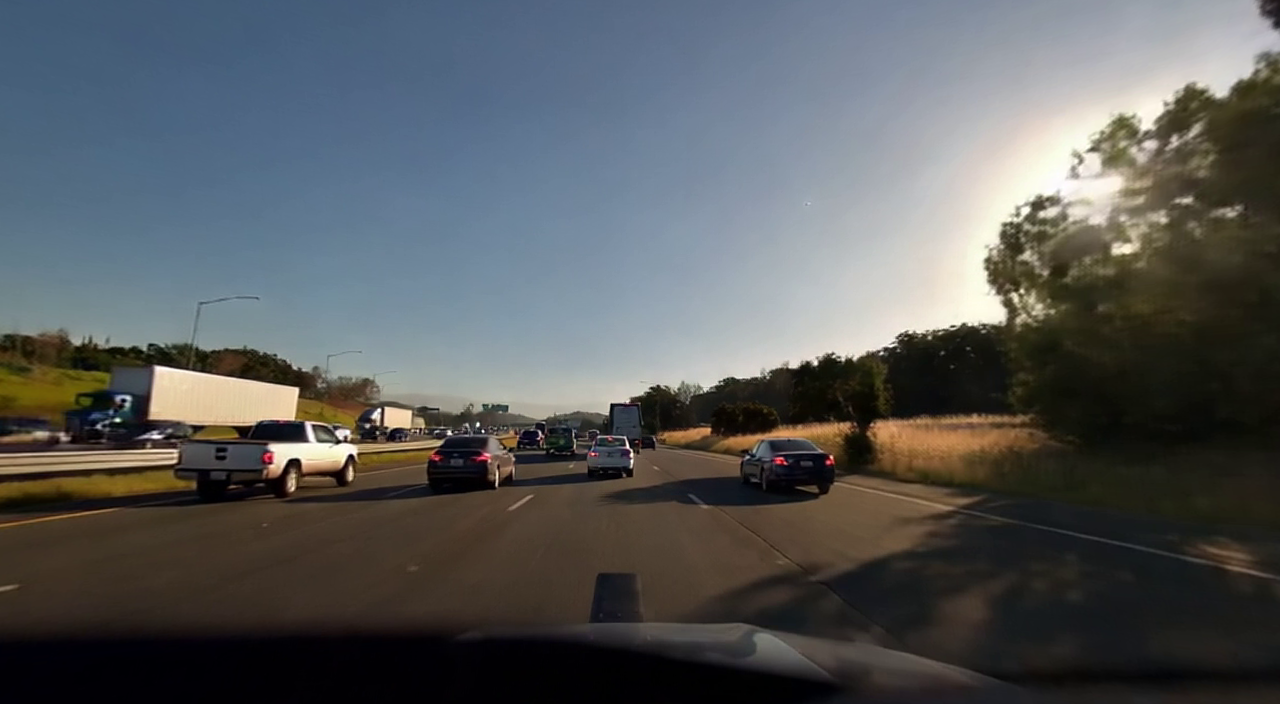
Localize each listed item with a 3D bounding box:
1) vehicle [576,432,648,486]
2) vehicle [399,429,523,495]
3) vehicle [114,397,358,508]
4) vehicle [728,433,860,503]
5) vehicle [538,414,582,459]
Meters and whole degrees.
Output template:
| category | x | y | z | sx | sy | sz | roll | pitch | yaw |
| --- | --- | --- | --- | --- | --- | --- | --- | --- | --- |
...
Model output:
| category | x | y | z | sx | sy | sz | roll | pitch | yaw |
| --- | --- | --- | --- | --- | --- | --- | --- | --- | --- |
| vehicle | -0.826 | 3.184 | 19.123 | 1.980 | 1.478 | 3.758 | 0 | -8 | -2 |
| vehicle | -4.503 | 2.821 | 16.614 | 2.046 | 1.493 | 4.384 | 0 | -8 | -1 |
| vehicle | -8.209 | 2.094 | 13.509 | 2.158 | 1.943 | 4.662 | 0 | -8 | -1 |
| vehicle | 3.577 | 2.758 | 15.573 | 1.981 | 1.474 | 4.396 | 0 | -8 | -2 |
| vehicle | -5.041 | 5.418 | 40.475 | 2.303 | 2.610 | 6.579 | 0 | -8 | -3 |
